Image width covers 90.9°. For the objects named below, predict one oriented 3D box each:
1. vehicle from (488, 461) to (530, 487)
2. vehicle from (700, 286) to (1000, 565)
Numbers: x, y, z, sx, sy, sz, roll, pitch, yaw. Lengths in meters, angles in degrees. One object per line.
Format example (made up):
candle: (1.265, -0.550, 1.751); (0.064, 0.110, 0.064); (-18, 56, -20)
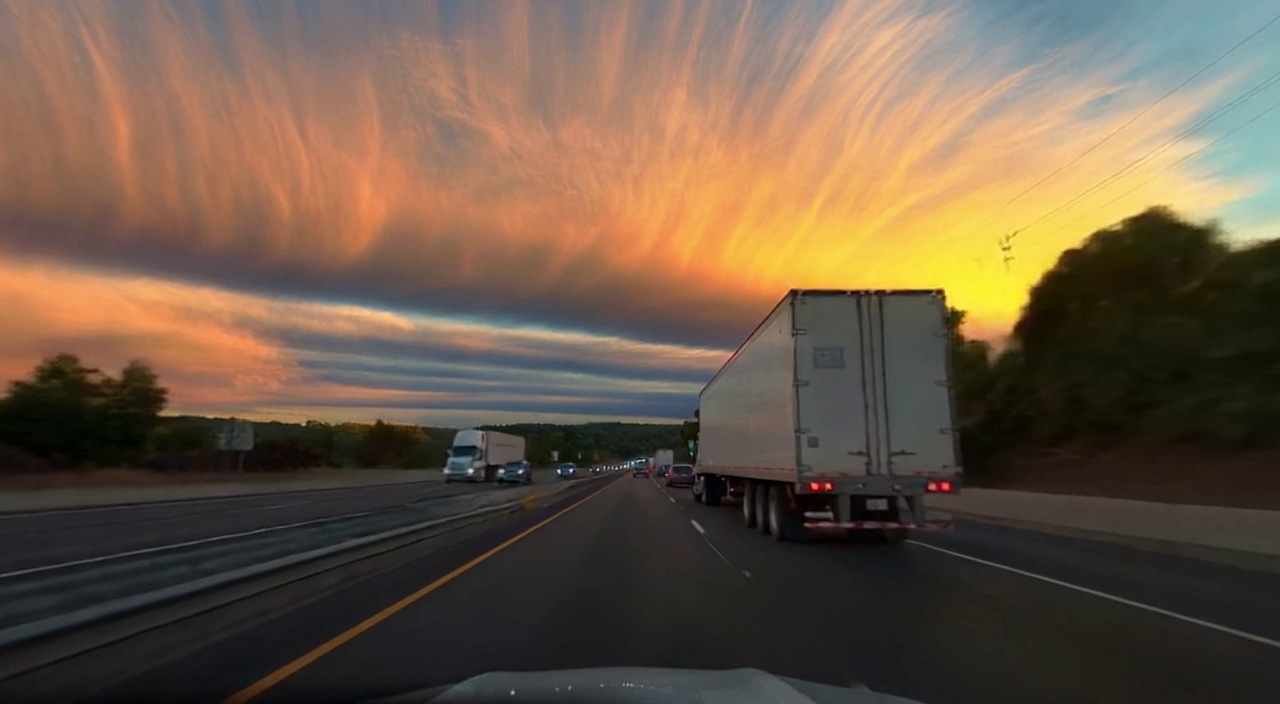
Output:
vehicle: (-9.307, 8.688, 45.053); (1.996, 1.740, 4.245); (1, -10, 0)
vehicle: (3.699, 2.288, 16.276); (2.863, 4.088, 14.040); (1, -10, 0)
